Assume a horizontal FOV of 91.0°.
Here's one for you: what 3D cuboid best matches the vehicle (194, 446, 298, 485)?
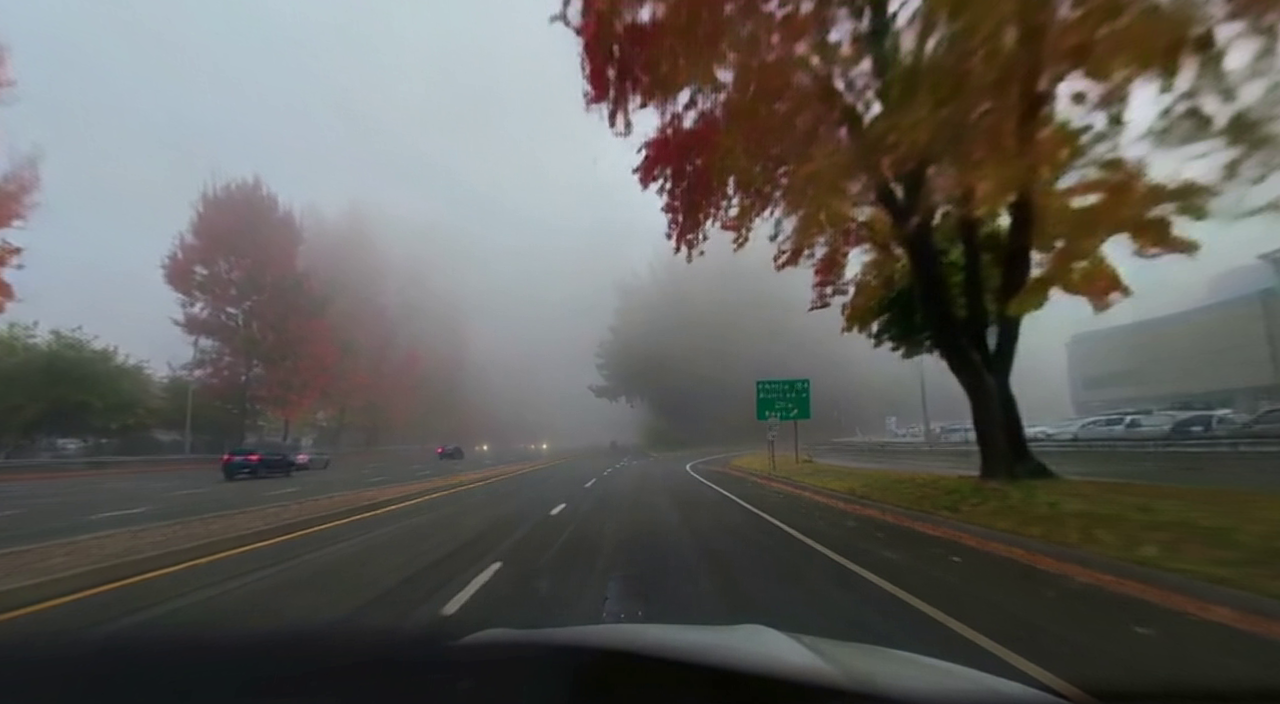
[{"bbox_3d":[-18.844,5.410,30.432,2.086,1.706,4.412,0,-9,1],"label":"vehicle"}]

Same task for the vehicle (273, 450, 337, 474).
[{"bbox_3d":[-22.863,7.477,43.151,1.903,1.510,4.569,0,-9,0],"label":"vehicle"}]
